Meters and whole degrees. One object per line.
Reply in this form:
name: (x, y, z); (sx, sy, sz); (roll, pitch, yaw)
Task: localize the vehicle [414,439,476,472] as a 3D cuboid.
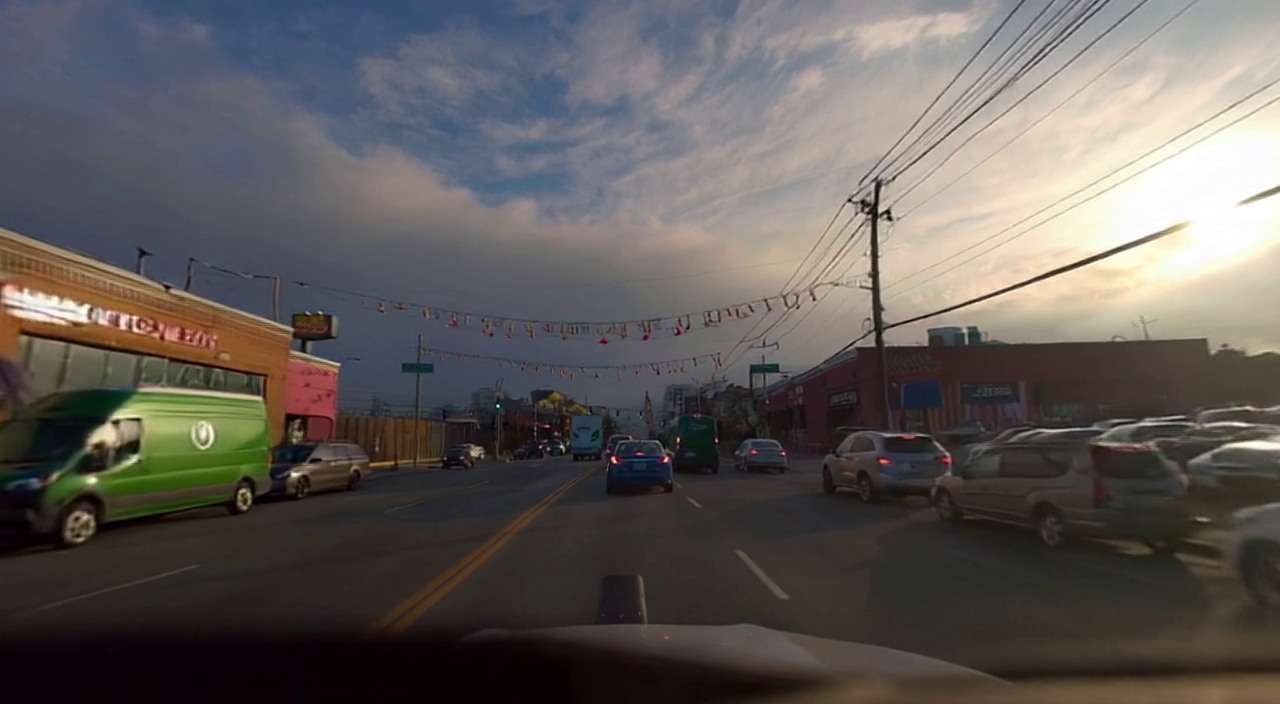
vehicle: (-10.071, 5.388, 32.932); (1.962, 1.529, 4.109); (2, -9, -1)

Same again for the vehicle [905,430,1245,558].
vehicle: (6.036, 1.991, 9.703); (1.876, 1.471, 4.657); (0, -8, 0)

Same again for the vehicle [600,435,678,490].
vehicle: (-0.088, 3.315, 19.302); (2.112, 1.464, 4.411); (0, -8, -2)

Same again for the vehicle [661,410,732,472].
vehicle: (2.451, 4.150, 29.498); (2.649, 2.583, 5.800); (0, -8, -1)

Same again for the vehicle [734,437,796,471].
vehicle: (5.696, 4.704, 29.338); (1.824, 1.481, 4.057); (0, -8, -4)

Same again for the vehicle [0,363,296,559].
vehicle: (-9.451, 1.936, 11.786); (2.724, 2.739, 5.663); (0, -8, 1)

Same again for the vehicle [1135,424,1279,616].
vehicle: (5.961, 1.173, 4.045); (2.012, 1.470, 4.394); (0, -8, 0)

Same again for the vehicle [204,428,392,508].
vehicle: (-9.532, 3.275, 18.444); (2.385, 1.915, 5.803); (0, -8, -2)

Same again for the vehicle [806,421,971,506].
vehicle: (5.938, 2.734, 15.942); (2.079, 1.788, 4.974); (0, -8, 0)
